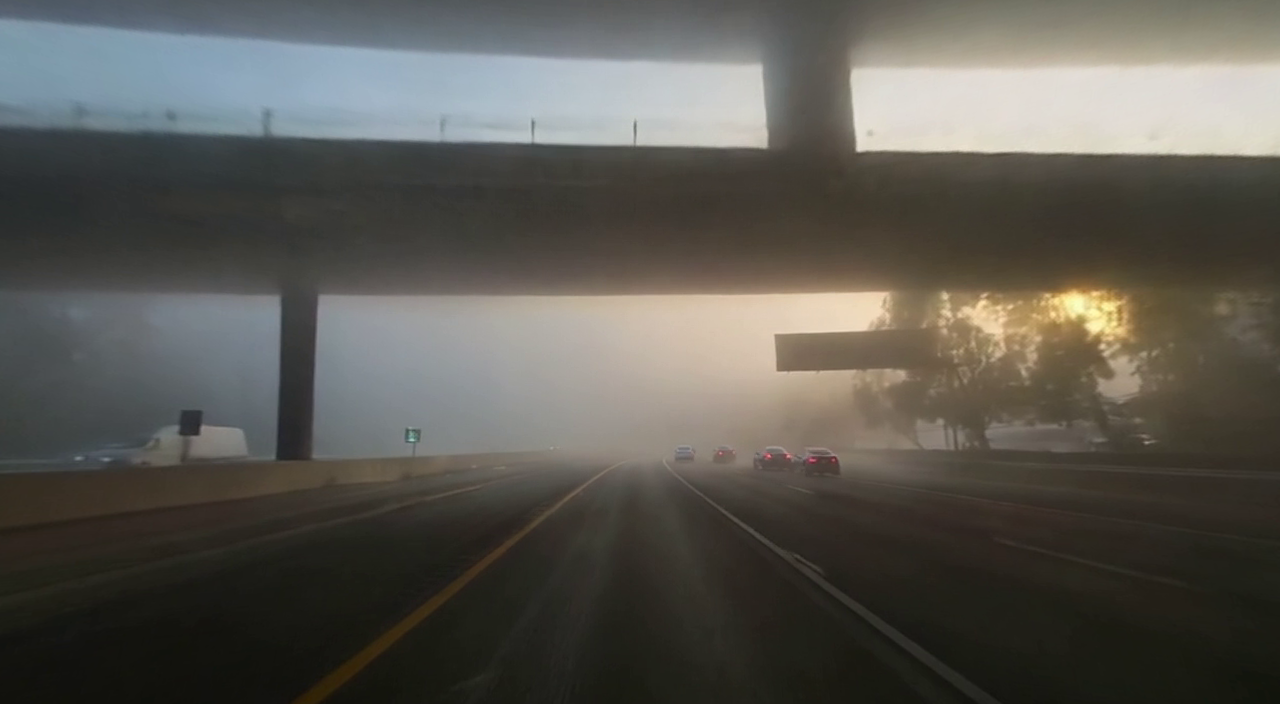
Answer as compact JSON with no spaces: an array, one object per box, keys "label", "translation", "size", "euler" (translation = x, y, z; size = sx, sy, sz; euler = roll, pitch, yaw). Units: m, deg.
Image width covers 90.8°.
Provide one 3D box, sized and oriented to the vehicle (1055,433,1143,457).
[{"label":"vehicle","translation":[29.607,6.042,40.969],"size":[1.967,1.491,4.970],"euler":[0,-9,0]}]
